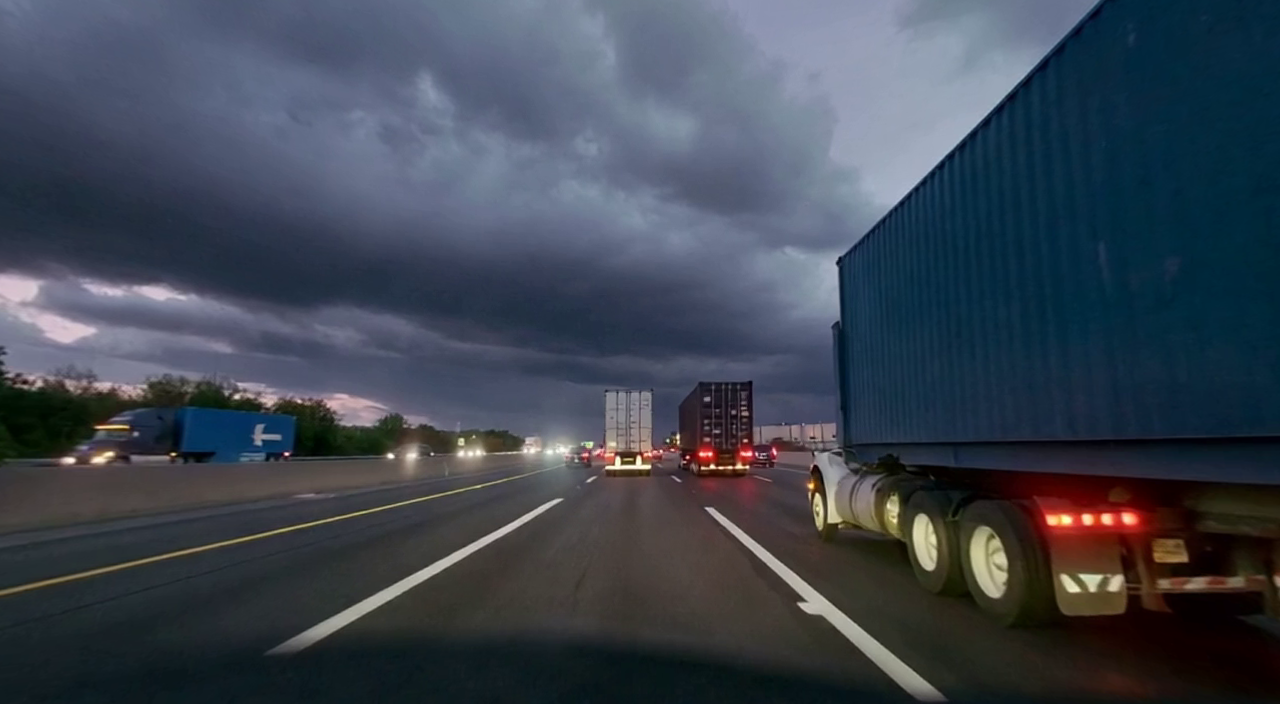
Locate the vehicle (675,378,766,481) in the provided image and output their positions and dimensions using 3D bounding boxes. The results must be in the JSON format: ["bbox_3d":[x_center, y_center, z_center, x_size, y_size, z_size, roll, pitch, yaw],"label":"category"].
[{"bbox_3d":[3.550,4.042,31.671,2.803,4.072,12.744,0,-9,0],"label":"vehicle"}]

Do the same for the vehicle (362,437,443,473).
[{"bbox_3d":[-12.794,5.595,34.633,2.179,1.779,5.632,-1,-9,1],"label":"vehicle"}]

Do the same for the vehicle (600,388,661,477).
[{"bbox_3d":[-0.512,4.632,35.533,2.841,4.071,12.046,0,-9,-1],"label":"vehicle"}]

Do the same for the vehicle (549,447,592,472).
[{"bbox_3d":[-4.279,6.697,39.736,2.138,1.478,4.641,0,-9,0],"label":"vehicle"}]

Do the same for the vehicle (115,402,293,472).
[{"bbox_3d":[-28.704,5.883,43.057,2.832,4.023,13.121,0,-9,0],"label":"vehicle"}]

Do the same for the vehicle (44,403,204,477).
[{"bbox_3d":[-28.517,4.968,35.548,2.989,3.688,6.884,-1,-9,0],"label":"vehicle"}]

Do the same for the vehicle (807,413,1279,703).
[{"bbox_3d":[3.031,1.367,5.316,2.073,1.474,4.320,0,-9,0],"label":"vehicle"}]
